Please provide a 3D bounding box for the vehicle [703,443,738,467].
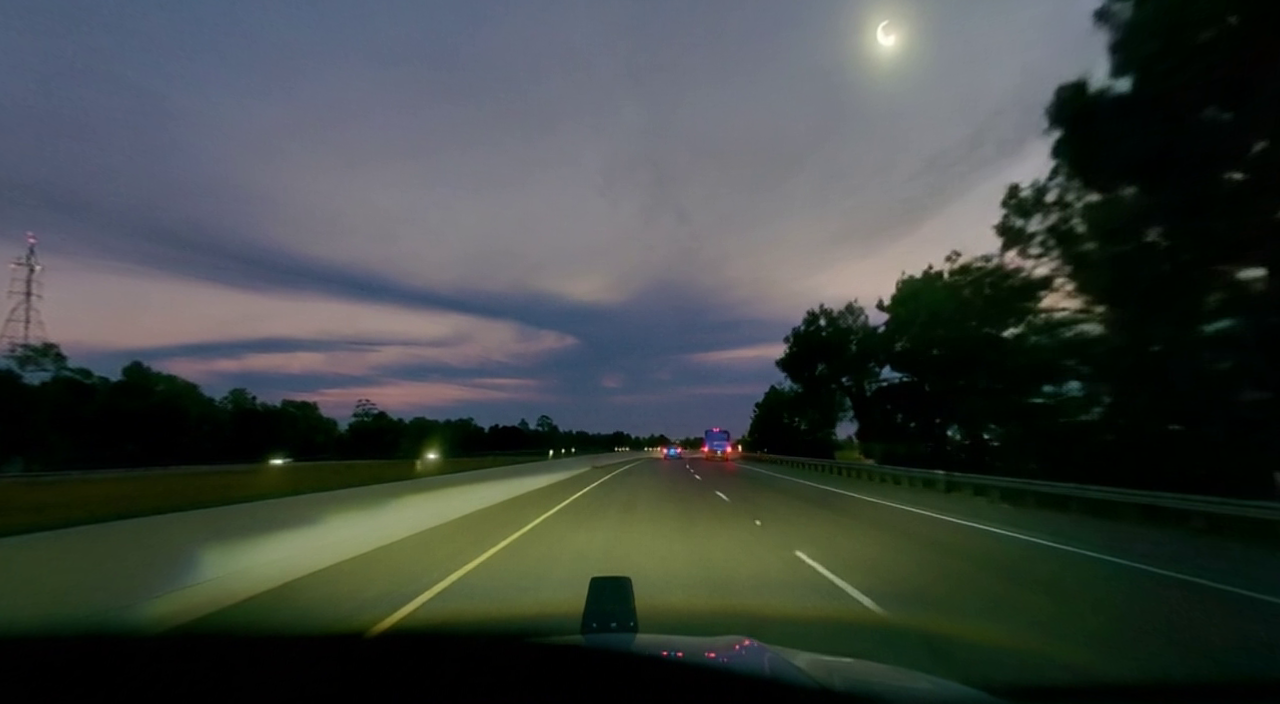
[{"bbox_3d":[5.493,7.022,43.419,2.030,1.526,4.165,0,-8,3],"label":"vehicle"}]
